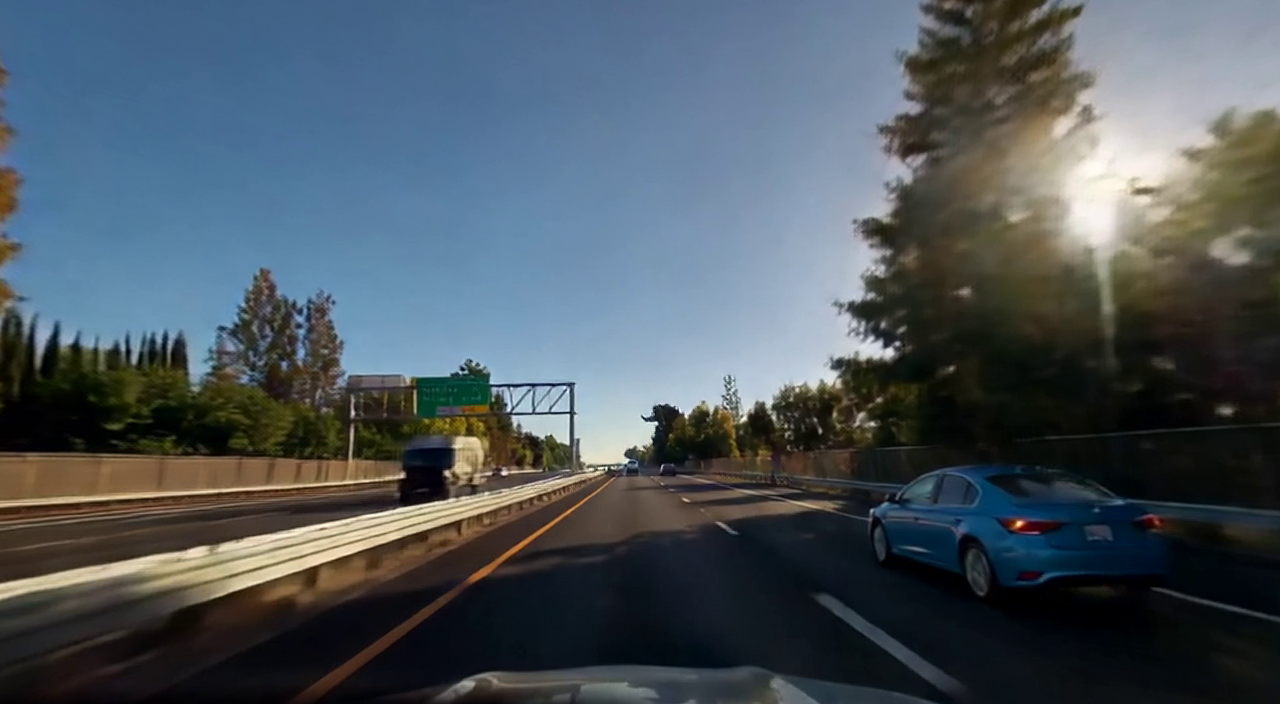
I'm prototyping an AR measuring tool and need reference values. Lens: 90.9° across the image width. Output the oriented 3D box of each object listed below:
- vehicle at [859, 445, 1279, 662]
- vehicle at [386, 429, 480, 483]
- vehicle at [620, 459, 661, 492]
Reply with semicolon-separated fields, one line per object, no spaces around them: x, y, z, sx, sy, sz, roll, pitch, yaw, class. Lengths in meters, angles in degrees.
4.020;1.818;6.554;1.938;1.494;4.032;1;-11;-1;vehicle
-8.204;4.256;25.591;2.049;1.932;4.943;1;-11;1;vehicle
-0.030;6.463;33.047;2.037;1.605;3.833;1;-11;-1;vehicle
